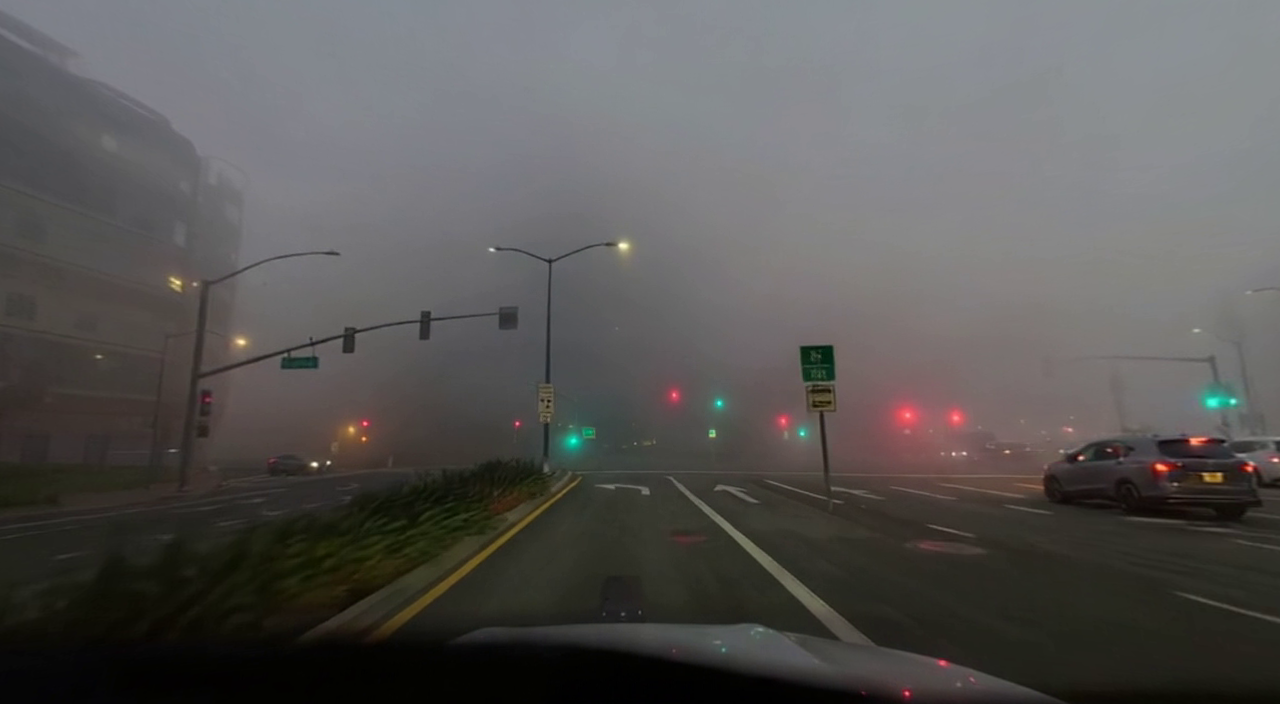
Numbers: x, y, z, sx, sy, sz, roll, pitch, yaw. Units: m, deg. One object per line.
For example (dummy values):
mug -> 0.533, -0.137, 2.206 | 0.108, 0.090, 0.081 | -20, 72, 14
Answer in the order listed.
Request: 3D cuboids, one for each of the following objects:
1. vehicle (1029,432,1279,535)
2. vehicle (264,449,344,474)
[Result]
vehicle -> 9.542, 2.260, 11.548 | 1.933, 1.500, 4.458 | 0, -8, -1
vehicle -> -24.946, 8.145, 47.026 | 4.706, 1.734, 2.253 | -1, -8, 6
